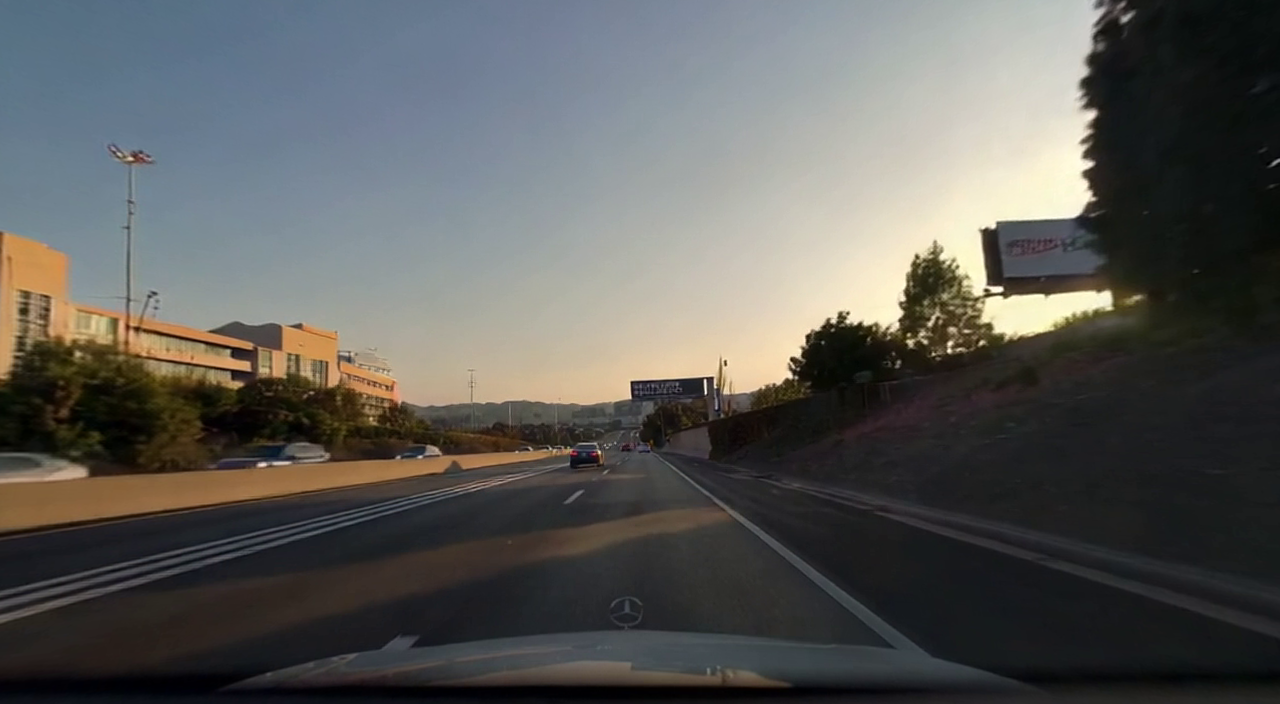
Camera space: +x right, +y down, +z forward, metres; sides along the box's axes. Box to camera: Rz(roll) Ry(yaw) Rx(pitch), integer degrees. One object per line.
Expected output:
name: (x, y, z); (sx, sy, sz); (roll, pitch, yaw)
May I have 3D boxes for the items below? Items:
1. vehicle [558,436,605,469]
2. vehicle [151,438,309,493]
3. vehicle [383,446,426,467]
vehicle: (-3.356, 5.876, 37.051); (2.159, 1.793, 5.027); (-1, -8, 1)
vehicle: (-13.989, 3.878, 22.010); (2.210, 1.666, 4.858); (-1, -8, 1)
vehicle: (-17.012, 7.539, 45.660); (1.629, 1.476, 3.605); (-1, -8, 1)
